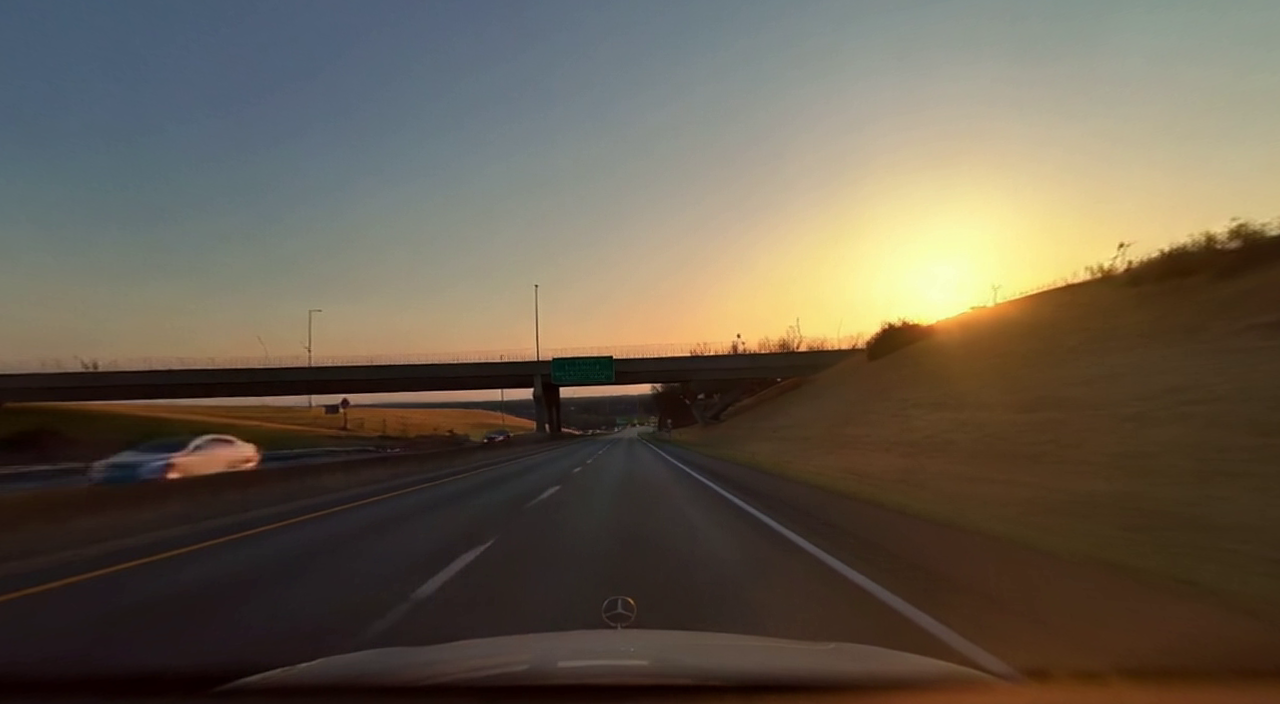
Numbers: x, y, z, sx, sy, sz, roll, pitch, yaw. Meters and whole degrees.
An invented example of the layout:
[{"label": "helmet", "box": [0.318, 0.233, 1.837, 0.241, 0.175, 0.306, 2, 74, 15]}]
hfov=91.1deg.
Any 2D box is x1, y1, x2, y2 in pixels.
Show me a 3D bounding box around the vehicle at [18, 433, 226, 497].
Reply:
[{"label": "vehicle", "box": [-13.925, 3.029, 17.364, 1.892, 1.508, 4.530, 0, -8, 0]}]
